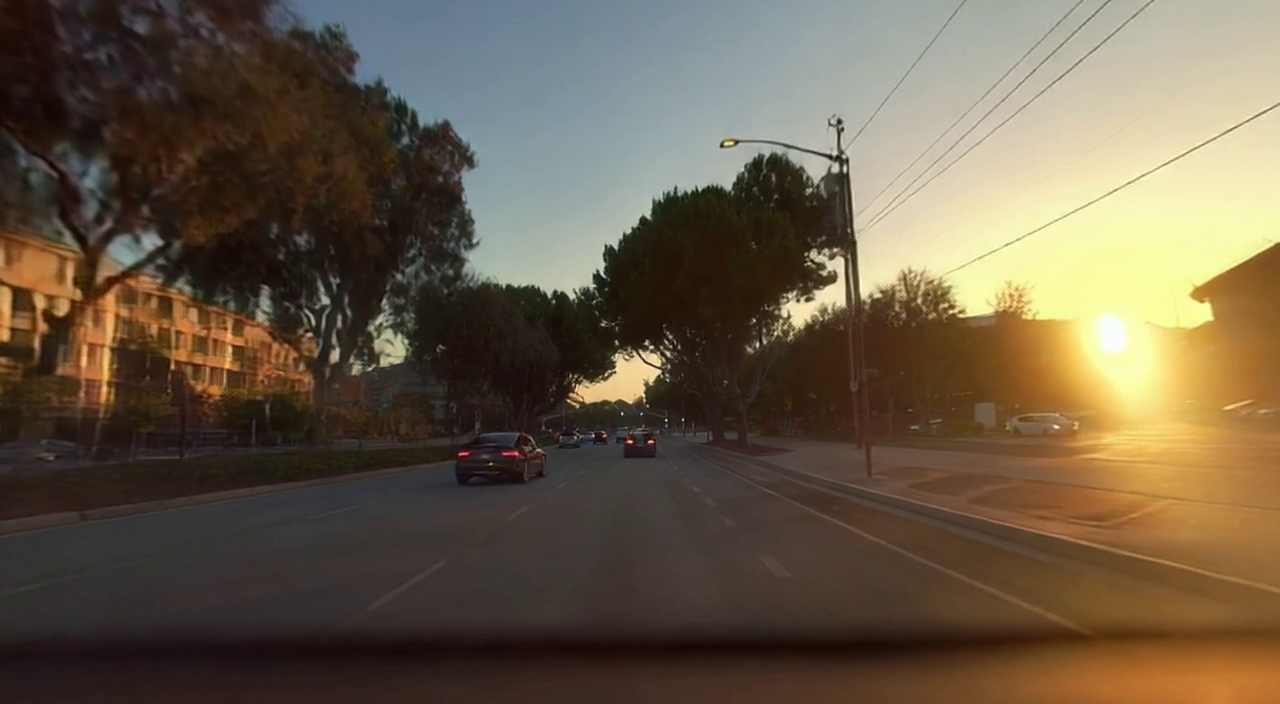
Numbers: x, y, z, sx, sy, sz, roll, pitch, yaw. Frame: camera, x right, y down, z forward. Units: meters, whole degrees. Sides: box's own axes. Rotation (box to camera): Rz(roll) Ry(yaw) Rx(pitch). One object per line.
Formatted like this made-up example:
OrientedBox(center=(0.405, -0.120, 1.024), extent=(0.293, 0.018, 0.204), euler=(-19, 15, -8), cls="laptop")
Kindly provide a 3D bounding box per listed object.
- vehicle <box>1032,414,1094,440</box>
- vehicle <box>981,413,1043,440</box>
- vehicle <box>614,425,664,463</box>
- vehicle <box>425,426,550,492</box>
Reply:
OrientedBox(center=(24.464, 4.402, 36.616), extent=(1.741, 1.416, 3.831), euler=(-2, -8, 15), cls="vehicle")
OrientedBox(center=(21.967, 4.460, 37.434), extent=(1.833, 1.471, 4.656), euler=(-2, -8, 13), cls="vehicle")
OrientedBox(center=(-0.063, 4.377, 30.035), extent=(2.199, 1.652, 4.101), euler=(0, -8, 0), cls="vehicle")
OrientedBox(center=(-3.774, 2.741, 16.628), extent=(1.942, 1.462, 4.905), euler=(0, -8, 2), cls="vehicle")
